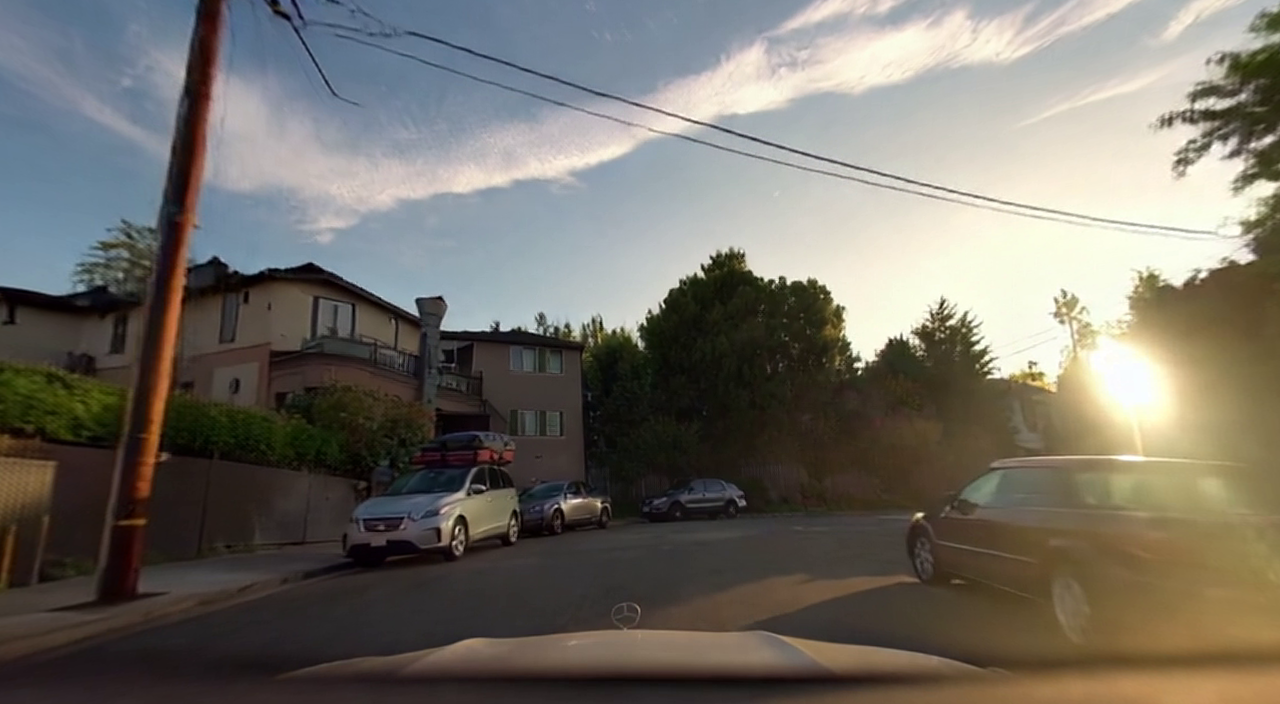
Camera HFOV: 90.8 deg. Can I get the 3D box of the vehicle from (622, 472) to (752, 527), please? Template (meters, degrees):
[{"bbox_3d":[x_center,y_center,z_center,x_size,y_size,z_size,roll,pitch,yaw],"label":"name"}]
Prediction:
[{"bbox_3d":[1.694,5.087,22.218,4.217,1.547,2.082,6,-10,-36],"label":"vehicle"}]

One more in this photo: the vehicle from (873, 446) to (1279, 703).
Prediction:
[{"bbox_3d":[3.893,1.576,5.568,1.910,1.477,4.569,0,-8,0],"label":"vehicle"}]

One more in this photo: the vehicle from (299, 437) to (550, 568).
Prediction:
[{"bbox_3d":[-3.416,2.649,11.419,2.247,1.702,5.043,-4,-12,7],"label":"vehicle"}]
